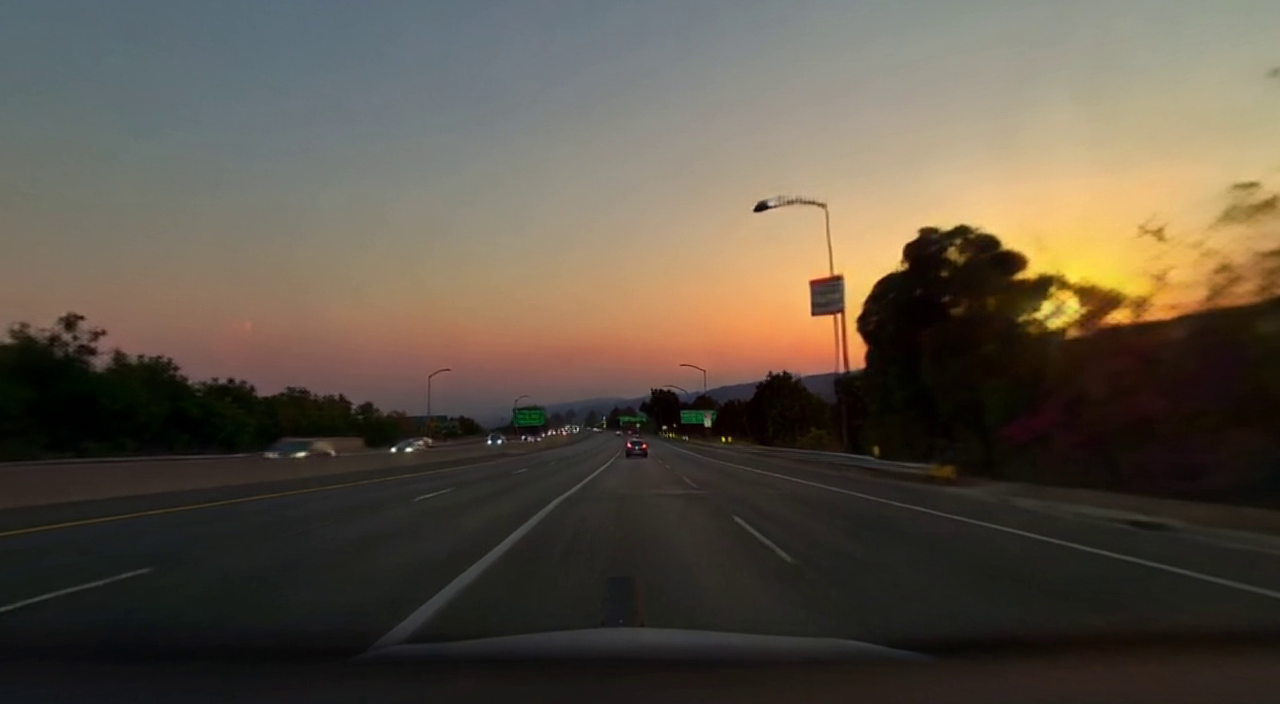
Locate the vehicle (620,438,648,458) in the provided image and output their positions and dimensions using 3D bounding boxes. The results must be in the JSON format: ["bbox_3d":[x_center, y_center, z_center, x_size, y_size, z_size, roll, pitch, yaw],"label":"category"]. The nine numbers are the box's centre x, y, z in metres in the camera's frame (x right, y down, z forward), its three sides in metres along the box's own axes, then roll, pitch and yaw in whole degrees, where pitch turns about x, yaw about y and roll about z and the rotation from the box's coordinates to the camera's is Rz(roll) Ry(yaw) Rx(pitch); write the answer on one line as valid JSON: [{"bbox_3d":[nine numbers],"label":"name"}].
[{"bbox_3d":[-0.510,7.316,48.002,2.025,1.460,4.189,0,-9,-1],"label":"vehicle"}]

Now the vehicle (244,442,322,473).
[{"bbox_3d":[-21.058,6.235,37.522,1.927,1.699,4.713,0,-9,0],"label":"vehicle"}]
